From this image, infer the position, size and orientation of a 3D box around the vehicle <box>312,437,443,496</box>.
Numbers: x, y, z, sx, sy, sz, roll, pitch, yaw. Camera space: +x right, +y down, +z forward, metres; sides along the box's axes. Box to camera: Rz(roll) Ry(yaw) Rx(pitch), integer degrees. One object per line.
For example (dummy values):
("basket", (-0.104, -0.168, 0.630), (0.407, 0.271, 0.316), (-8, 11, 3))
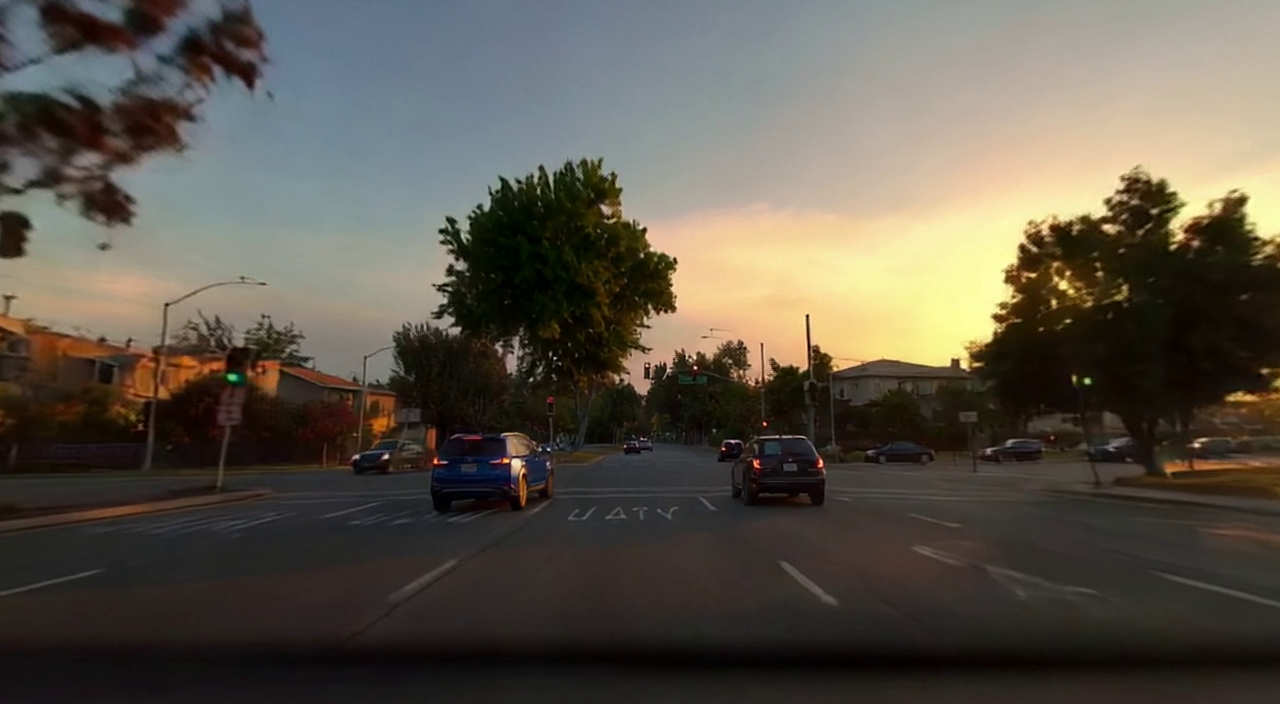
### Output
("vehicle", (-7.413, 3.260, 18.418), (1.999, 1.465, 4.640), (0, -8, -2))

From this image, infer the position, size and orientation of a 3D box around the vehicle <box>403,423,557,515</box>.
("vehicle", (-3.260, 2.506, 14.039), (2.045, 1.688, 4.632), (-1, -8, 2))

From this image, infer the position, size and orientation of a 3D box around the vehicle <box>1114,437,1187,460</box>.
("vehicle", (39.936, 7.540, 49.420), (4.662, 1.700, 1.985), (3, -9, -18))

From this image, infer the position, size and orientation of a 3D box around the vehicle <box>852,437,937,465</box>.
("vehicle", (17.218, 6.690, 42.793), (4.922, 1.630, 2.094), (1, -9, -16))

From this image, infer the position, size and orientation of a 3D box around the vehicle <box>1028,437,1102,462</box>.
("vehicle", (31.615, 7.231, 47.021), (4.524, 1.765, 2.086), (2, -9, -17))

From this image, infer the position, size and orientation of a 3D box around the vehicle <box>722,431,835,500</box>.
("vehicle", (3.647, 3.080, 17.566), (2.132, 1.659, 4.387), (0, -8, 0))

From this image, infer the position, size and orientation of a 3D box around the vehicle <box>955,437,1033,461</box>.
("vehicle", (25.086, 6.867, 44.799), (4.479, 1.652, 2.174), (2, -9, -17))
